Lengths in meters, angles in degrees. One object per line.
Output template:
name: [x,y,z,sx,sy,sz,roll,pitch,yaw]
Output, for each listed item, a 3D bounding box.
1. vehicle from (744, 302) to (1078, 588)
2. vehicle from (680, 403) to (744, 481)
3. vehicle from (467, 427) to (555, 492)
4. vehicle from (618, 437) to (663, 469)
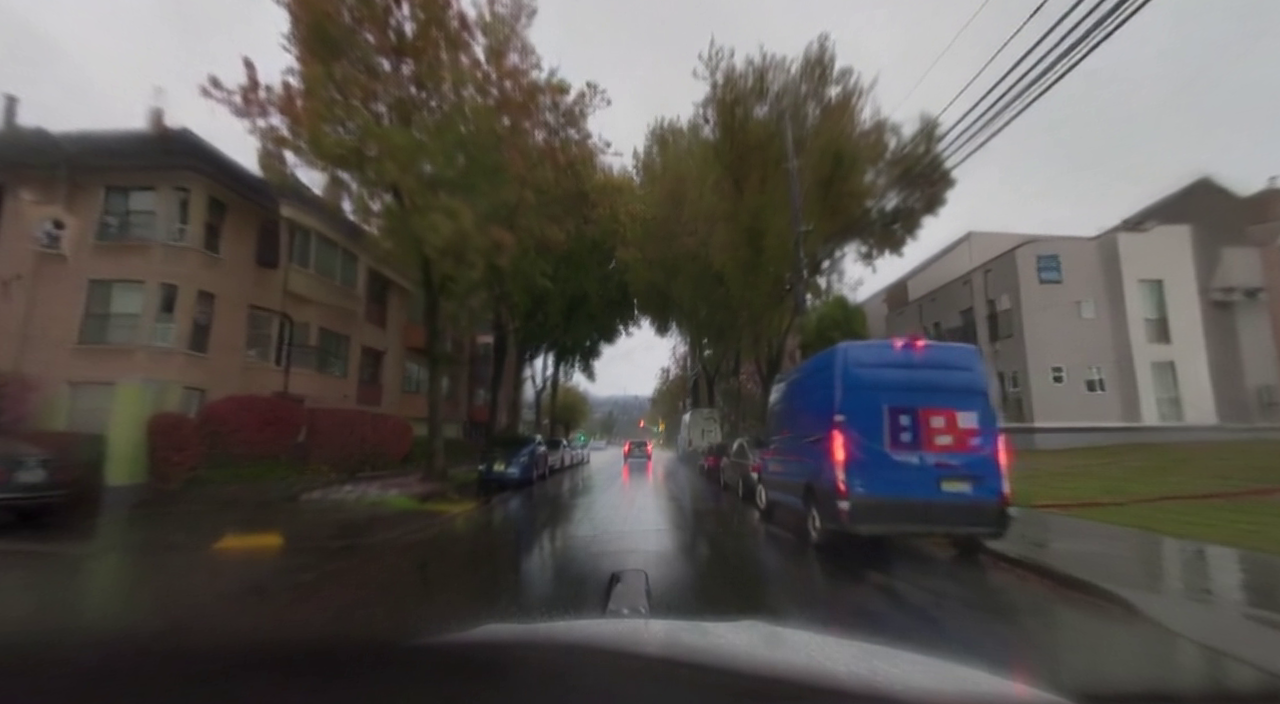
vehicle: [3.139,1.289,9.175,2.245,2.843,5.762,0,-8,0]
vehicle: [3.197,4.000,29.450,2.489,3.082,6.627,0,-4,2]
vehicle: [-4.062,3.401,20.526,1.951,1.662,4.046,1,-4,1]
vehicle: [0.099,4.958,31.141,2.095,1.510,3.605,0,-8,2]
